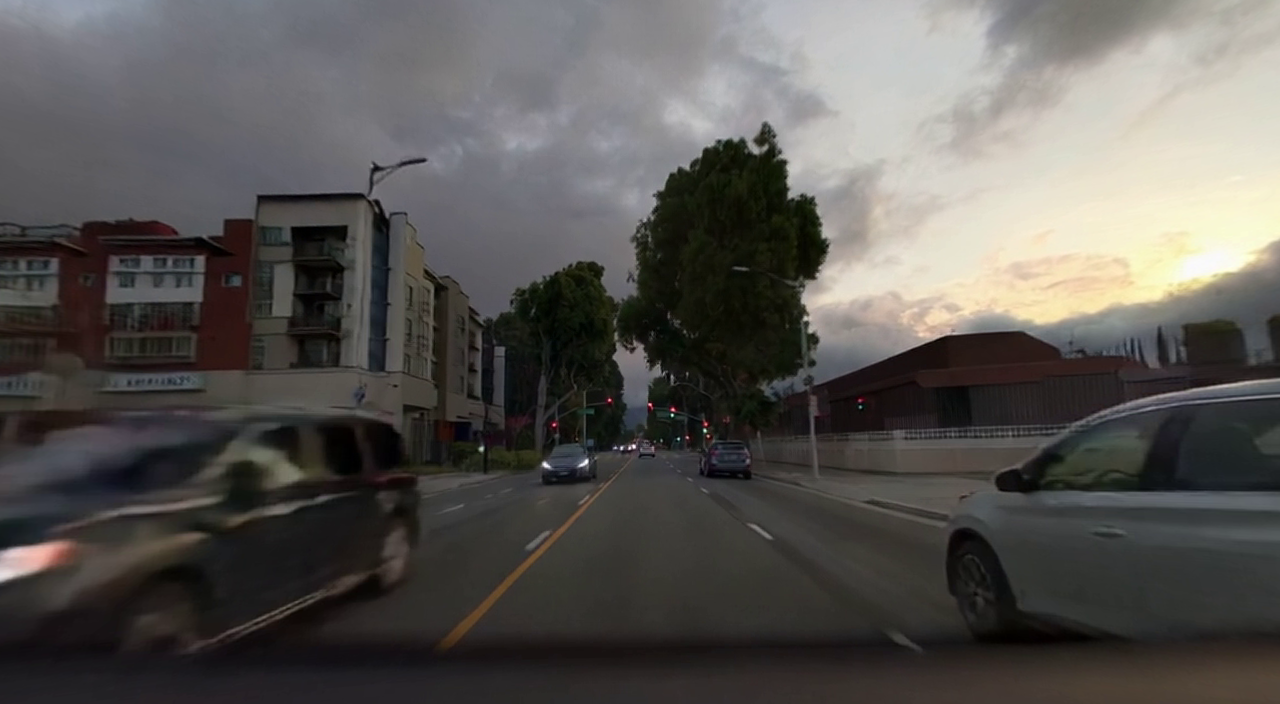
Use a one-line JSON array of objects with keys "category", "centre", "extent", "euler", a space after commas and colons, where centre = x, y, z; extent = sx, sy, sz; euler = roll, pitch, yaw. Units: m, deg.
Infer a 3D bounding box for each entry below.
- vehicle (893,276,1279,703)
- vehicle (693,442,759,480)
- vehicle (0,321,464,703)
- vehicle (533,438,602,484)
[{"category": "vehicle", "centre": [3.247, 0.769, 2.630], "extent": [2.251, 1.861, 5.144], "euler": [0, -9, 0]}, {"category": "vehicle", "centre": [3.513, 4.560, 26.677], "extent": [2.072, 1.471, 4.834], "euler": [0, -9, -1]}, {"category": "vehicle", "centre": [-3.540, 1.209, 4.902], "extent": [2.304, 1.886, 6.516], "euler": [0, -9, 2]}, {"category": "vehicle", "centre": [-2.822, 4.367, 25.561], "extent": [2.109, 1.681, 4.417], "euler": [0, -9, 2]}]
